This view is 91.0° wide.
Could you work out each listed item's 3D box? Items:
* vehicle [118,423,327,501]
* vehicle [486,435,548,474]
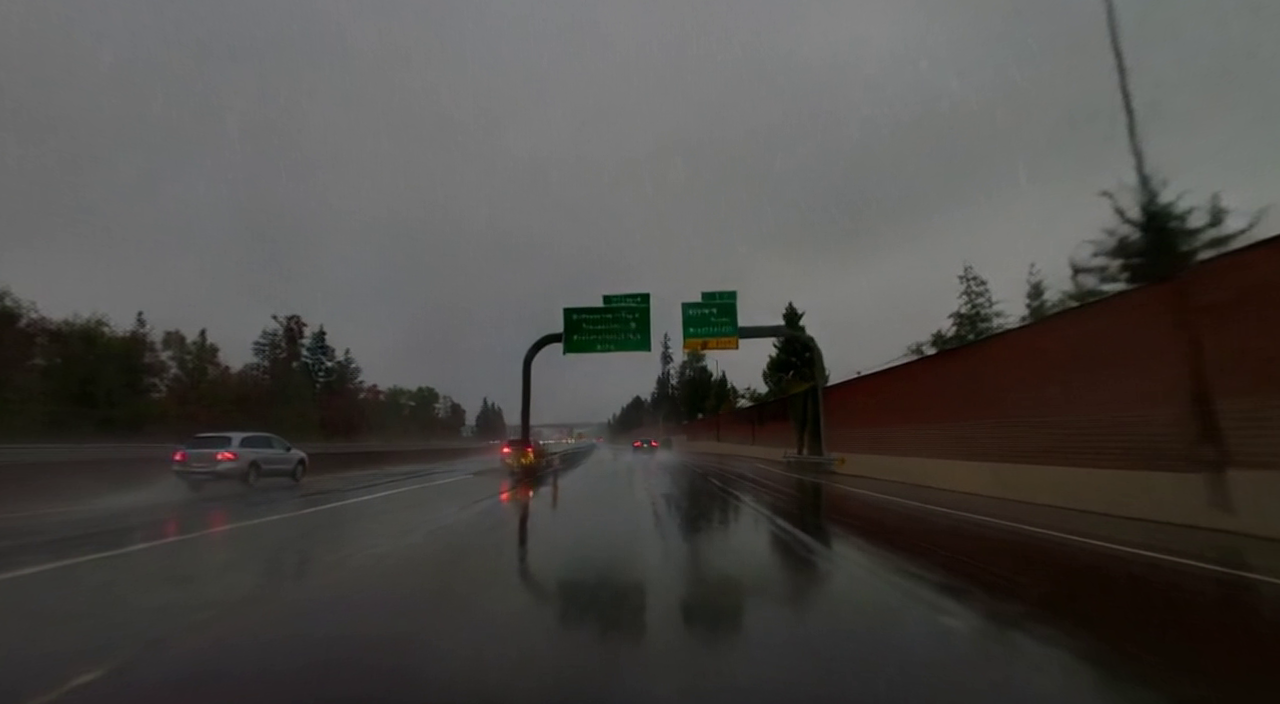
[{"bbox_3d":[-9.966,2.673,15.631,2.025,1.618,4.683,0,-9,-1],"label":"vehicle"},{"bbox_3d":[-5.910,4.981,30.820,2.151,1.707,4.759,0,-9,-1],"label":"vehicle"}]
